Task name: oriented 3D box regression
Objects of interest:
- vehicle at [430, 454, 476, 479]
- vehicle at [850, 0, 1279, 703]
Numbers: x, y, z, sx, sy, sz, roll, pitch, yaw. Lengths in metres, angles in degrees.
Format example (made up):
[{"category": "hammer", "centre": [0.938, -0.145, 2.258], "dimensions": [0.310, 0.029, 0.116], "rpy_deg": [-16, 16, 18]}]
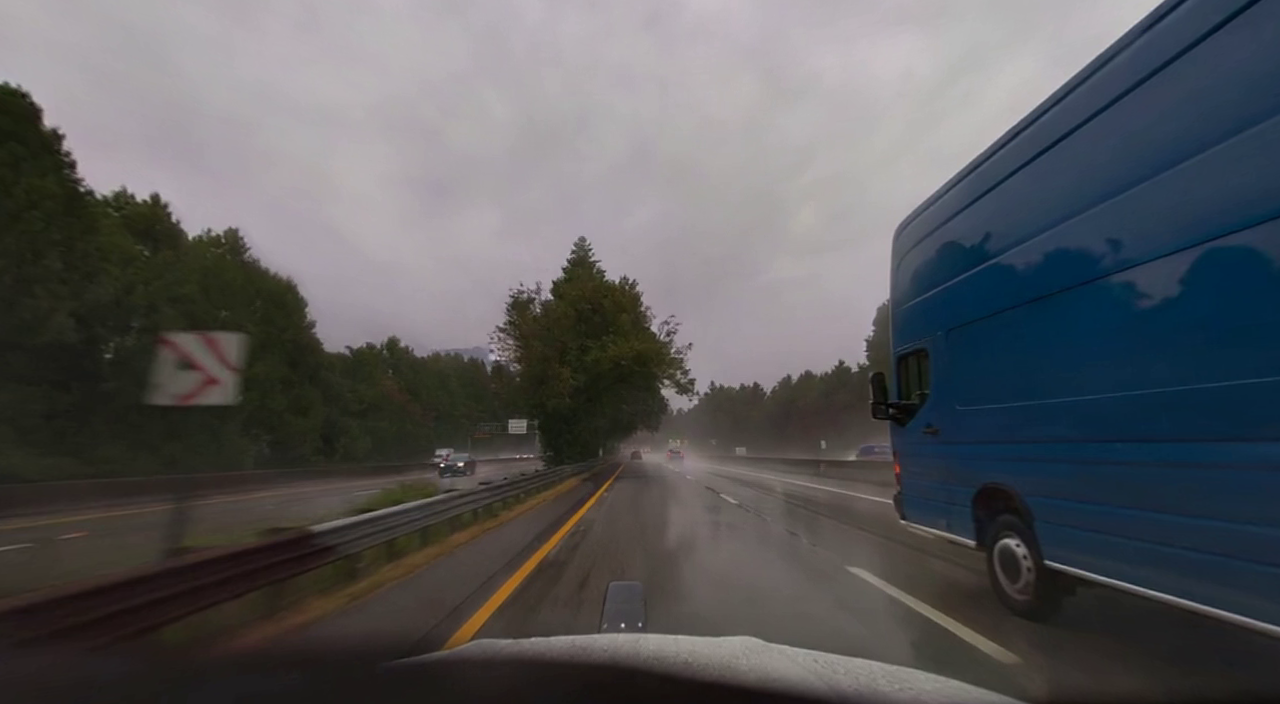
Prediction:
[{"category": "vehicle", "centre": [-12.488, 7.644, 42.360], "dimensions": [1.838, 1.582, 3.879], "rpy_deg": [0, -9, 0]}, {"category": "vehicle", "centre": [4.076, 0.086, 4.343], "dimensions": [3.012, 3.933, 6.192], "rpy_deg": [0, -9, 0]}]
